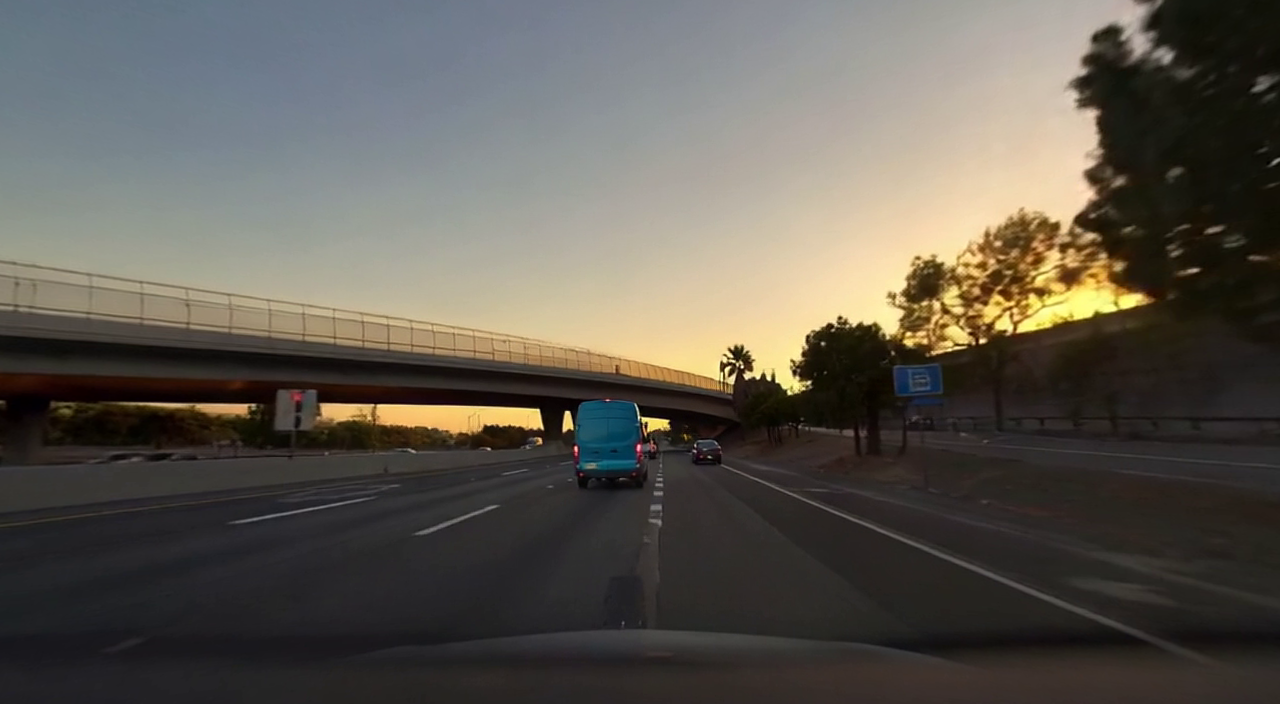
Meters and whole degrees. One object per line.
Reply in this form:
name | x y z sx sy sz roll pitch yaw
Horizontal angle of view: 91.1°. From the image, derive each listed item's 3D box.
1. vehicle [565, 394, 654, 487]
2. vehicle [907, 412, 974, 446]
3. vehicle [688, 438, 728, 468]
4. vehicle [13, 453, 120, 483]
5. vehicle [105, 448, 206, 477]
vehicle | -0.866 3.088 21.871 2.476 2.776 5.598 0 -8 3
vehicle | 21.516 5.620 45.250 2.445 2.240 5.659 -1 -8 5
vehicle | 3.911 5.877 36.674 1.987 1.648 3.984 0 -8 2
vehicle | -32.992 6.645 36.322 1.835 1.559 4.456 0 -9 3
vehicle | -28.678 6.524 37.415 2.009 1.600 4.743 -1 -9 4
